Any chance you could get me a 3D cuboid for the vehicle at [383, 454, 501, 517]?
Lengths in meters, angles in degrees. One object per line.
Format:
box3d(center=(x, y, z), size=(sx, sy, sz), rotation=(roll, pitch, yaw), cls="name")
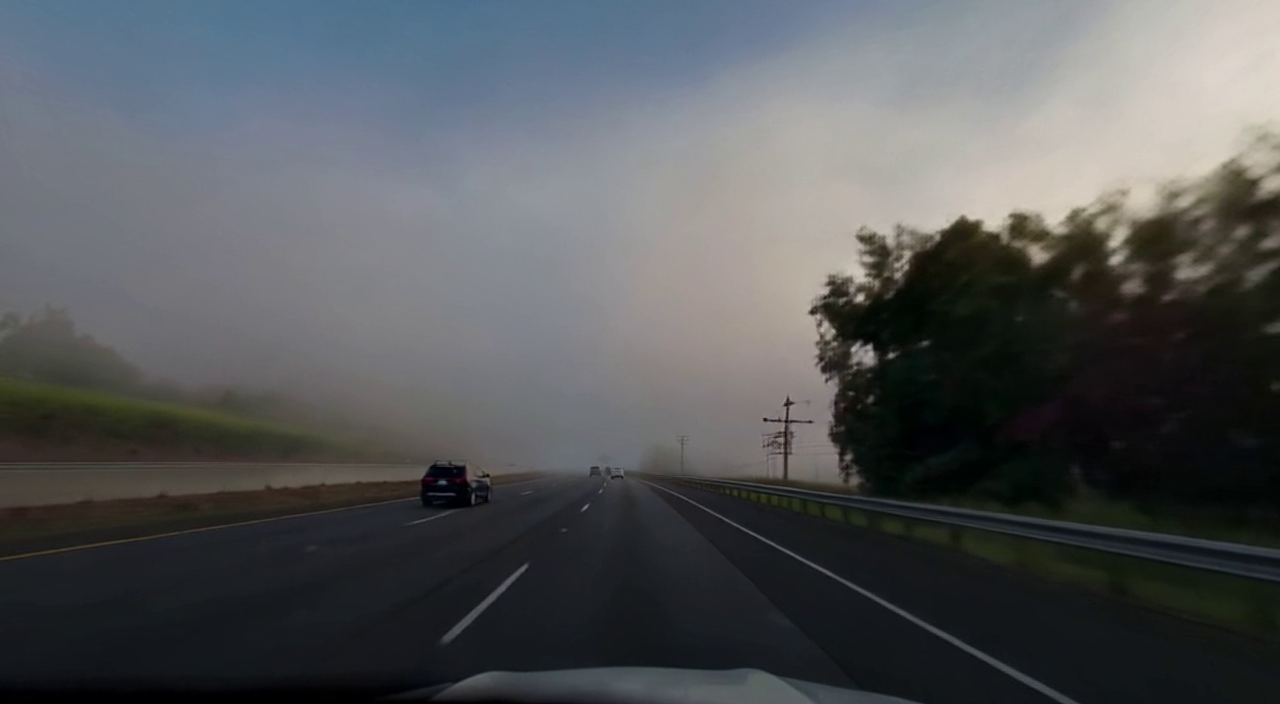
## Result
box3d(center=(-6.015, 4.123, 19.834), size=(2.194, 1.704, 4.421), rotation=(1, -10, 0), cls="vehicle")
